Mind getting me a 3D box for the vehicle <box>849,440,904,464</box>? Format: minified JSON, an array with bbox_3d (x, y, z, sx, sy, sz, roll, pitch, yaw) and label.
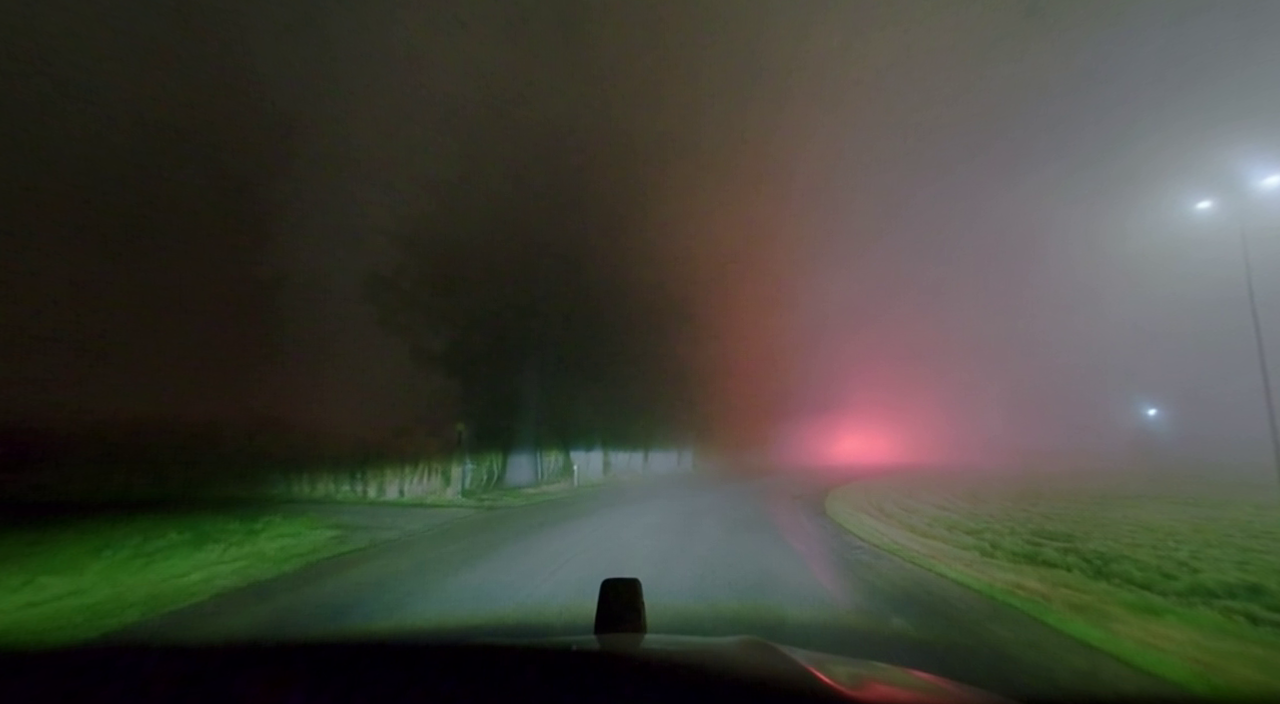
[{"bbox_3d":[18.737,7.907,49.697,4.257,1.789,1.988,7,-9,-36],"label":"vehicle"}]
